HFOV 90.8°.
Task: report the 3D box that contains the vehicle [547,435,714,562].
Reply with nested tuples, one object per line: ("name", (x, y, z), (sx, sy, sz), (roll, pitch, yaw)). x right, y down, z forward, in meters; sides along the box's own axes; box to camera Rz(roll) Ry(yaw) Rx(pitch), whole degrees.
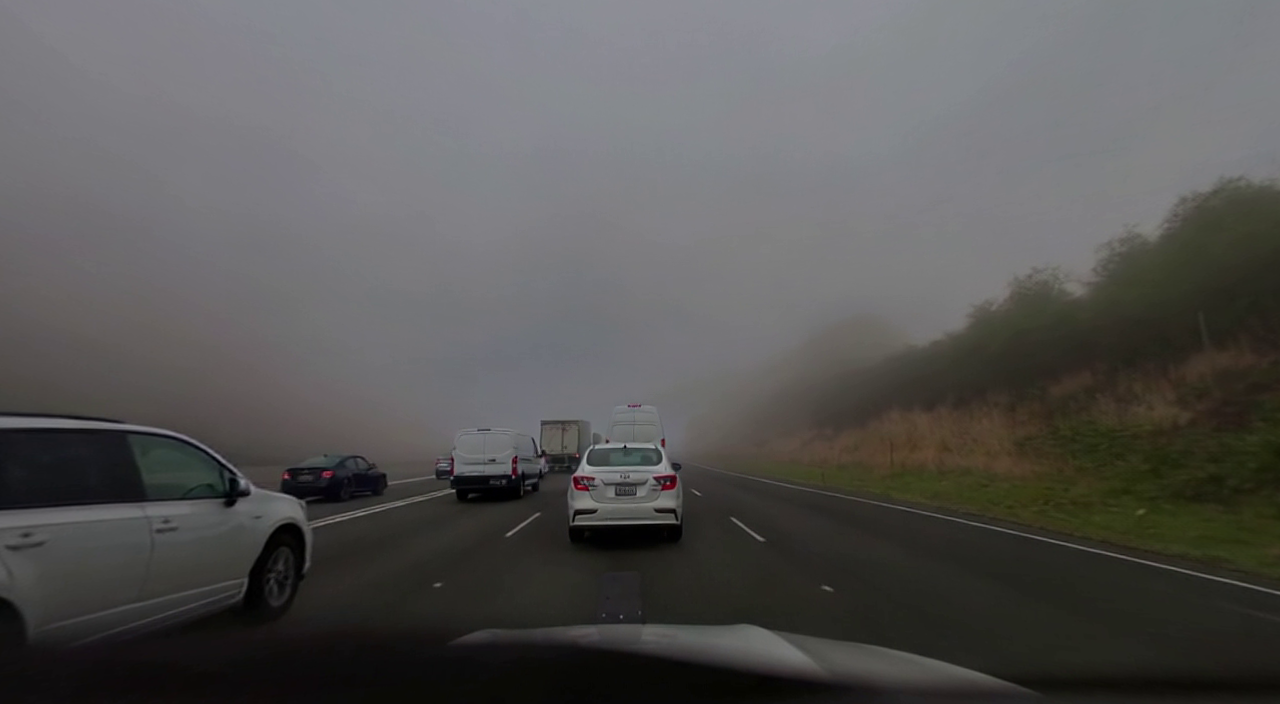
("vehicle", (-0.137, 2.026, 9.334), (1.995, 1.495, 3.380), (0, -9, -1))

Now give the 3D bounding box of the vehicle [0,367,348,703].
("vehicle", (-3.634, 1.027, 3.354), (2.029, 1.656, 4.437), (0, -9, 0))

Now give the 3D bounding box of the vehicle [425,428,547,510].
("vehicle", (-3.982, 3.122, 17.246), (2.055, 1.913, 4.584), (-1, -9, 2))
